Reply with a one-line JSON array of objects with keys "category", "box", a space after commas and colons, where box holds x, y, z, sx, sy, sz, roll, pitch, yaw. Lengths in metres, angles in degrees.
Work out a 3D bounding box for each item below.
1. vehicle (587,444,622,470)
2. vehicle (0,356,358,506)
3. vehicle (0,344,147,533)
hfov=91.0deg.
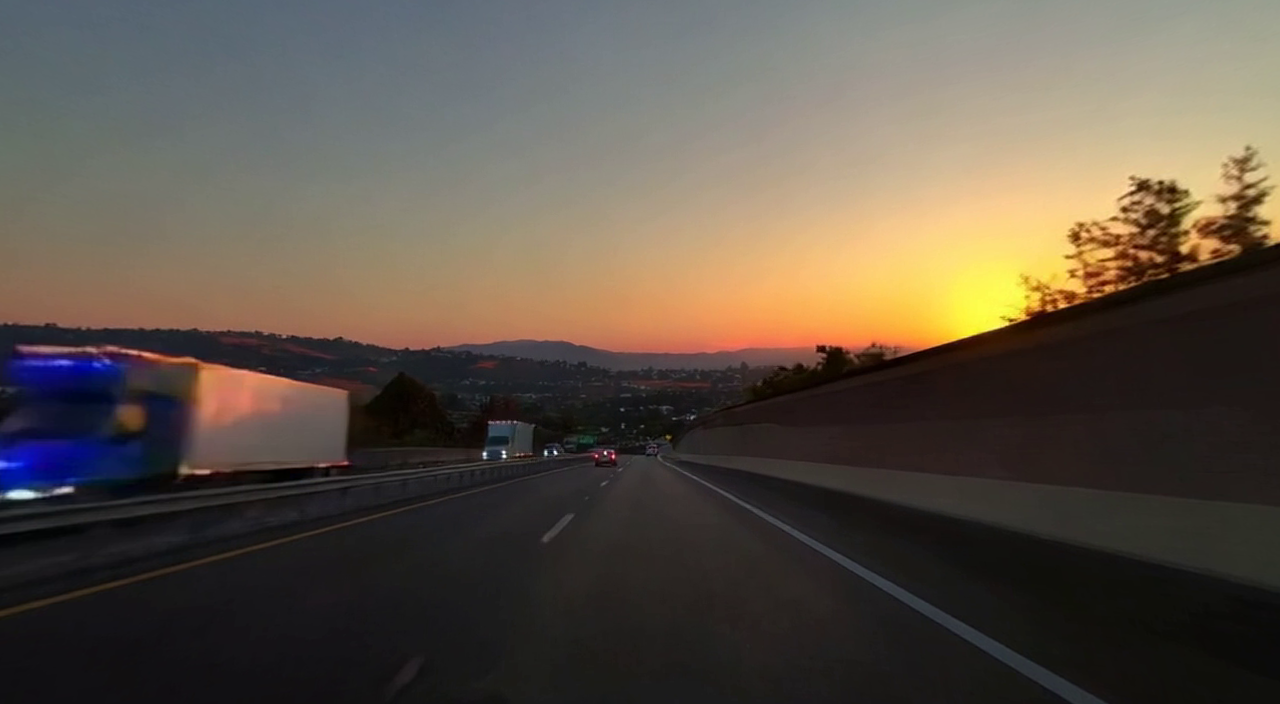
[{"category": "vehicle", "box": [-2.241, 6.733, 40.505, 2.050, 1.530, 4.144, 0, -8, 0]}, {"category": "vehicle", "box": [-15.416, 3.084, 23.779, 2.846, 3.981, 14.079, 0, -8, 0]}, {"category": "vehicle", "box": [-15.344, 2.140, 15.886, 2.913, 4.275, 3.166, 0, -7, -1]}]
